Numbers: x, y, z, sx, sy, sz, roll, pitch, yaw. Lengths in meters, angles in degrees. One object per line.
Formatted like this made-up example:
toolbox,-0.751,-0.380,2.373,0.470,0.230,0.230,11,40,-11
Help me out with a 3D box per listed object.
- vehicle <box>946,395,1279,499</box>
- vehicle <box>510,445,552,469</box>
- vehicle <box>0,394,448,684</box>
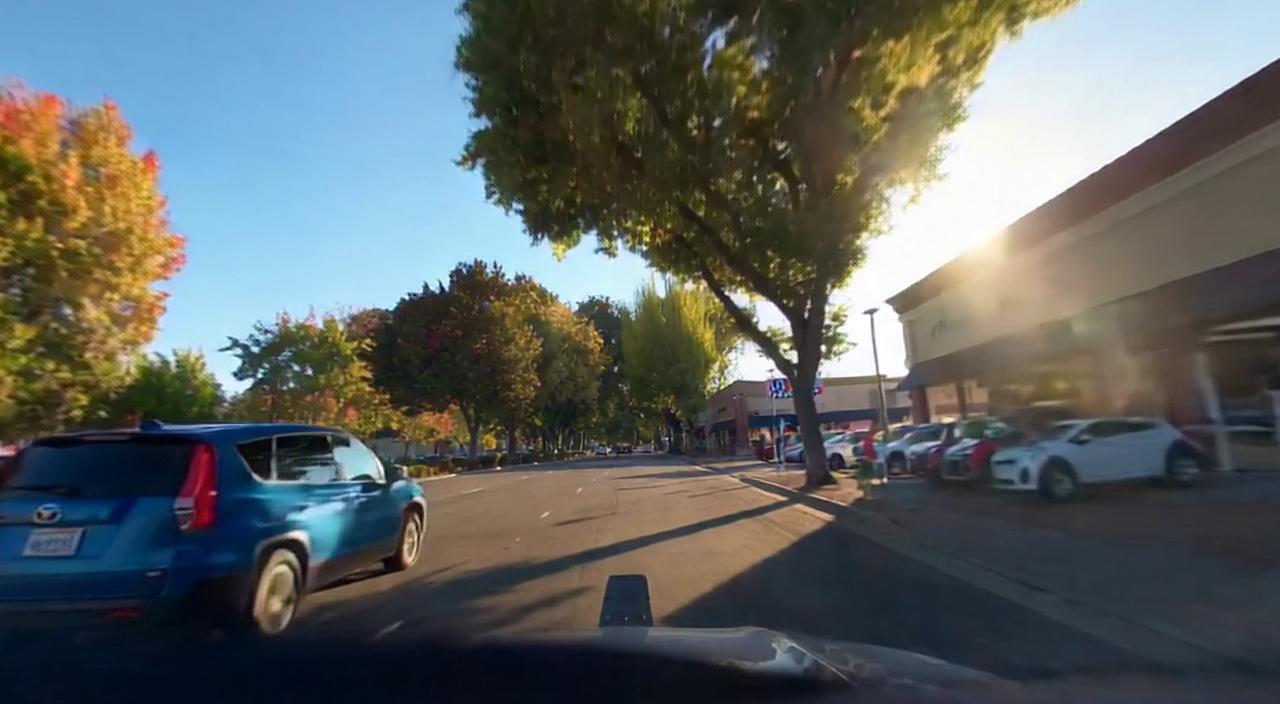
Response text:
vehicle,9.169,1.886,12.584,4.978,1.874,2.079,0,-8,-1
vehicle,-7.251,7.028,42.355,1.990,1.483,4.410,0,-8,0
vehicle,-3.484,1.373,5.747,2.127,1.654,4.121,0,-8,0
